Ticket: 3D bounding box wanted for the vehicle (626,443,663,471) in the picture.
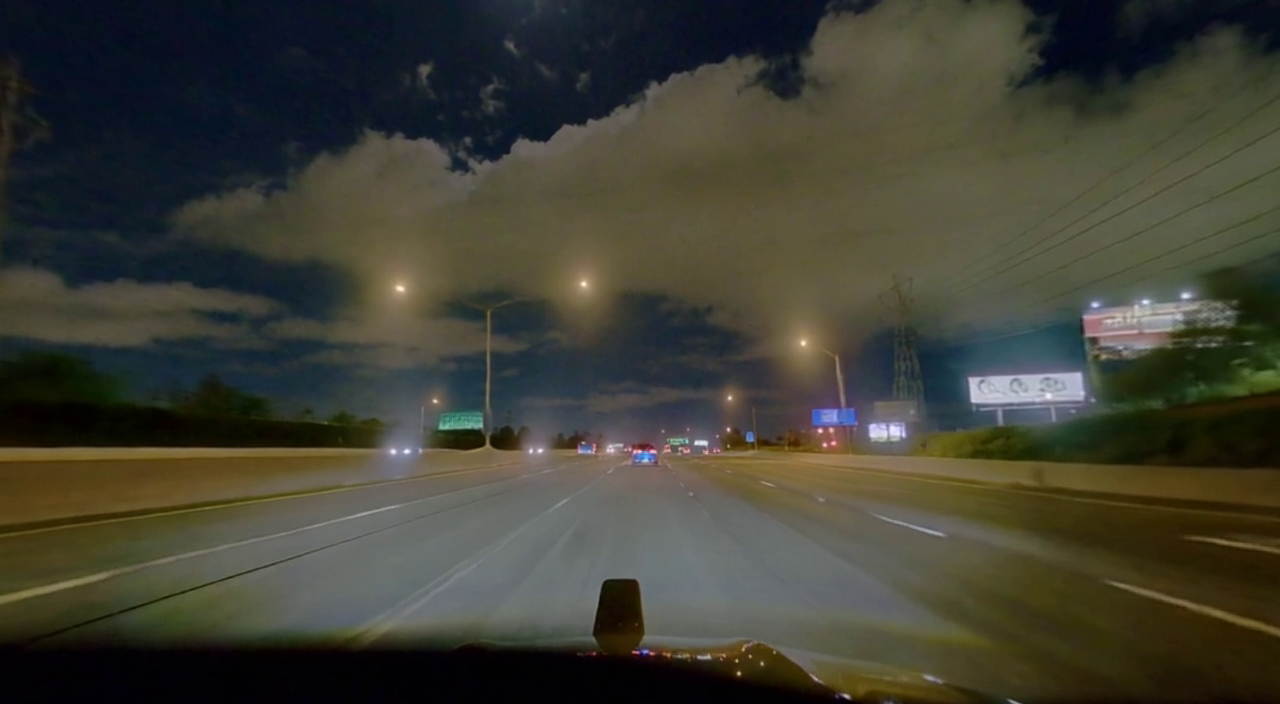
[{"bbox_3d":[0.280,6.304,37.960,2.074,1.574,3.971,0,-9,1],"label":"vehicle"}]
